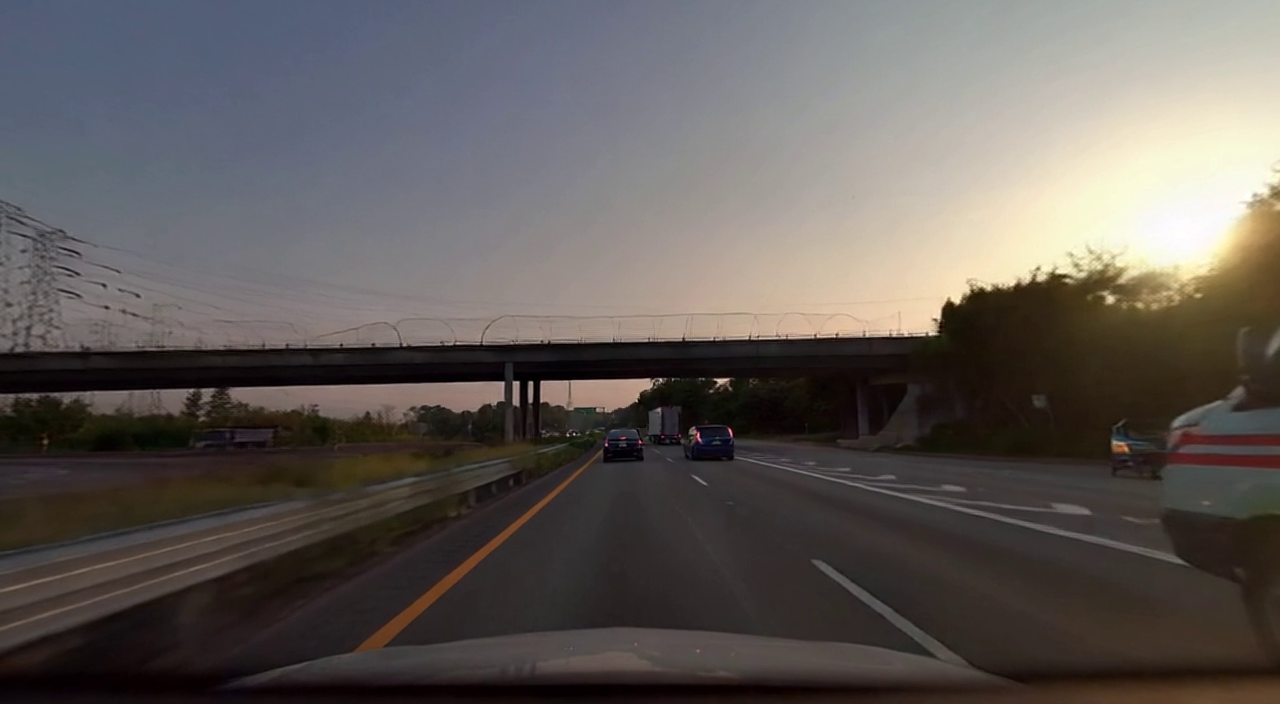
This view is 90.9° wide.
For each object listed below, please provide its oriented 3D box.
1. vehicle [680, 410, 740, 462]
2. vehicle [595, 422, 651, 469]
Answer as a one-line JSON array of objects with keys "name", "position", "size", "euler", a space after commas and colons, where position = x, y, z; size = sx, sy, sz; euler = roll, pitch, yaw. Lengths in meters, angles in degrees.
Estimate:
[{"name": "vehicle", "position": [3.578, 4.461, 33.328], "size": [2.387, 2.506, 5.374], "euler": [0, -8, -2]}, {"name": "vehicle", "position": [-0.680, 3.746, 25.471], "size": [2.073, 1.750, 4.116], "euler": [0, -8, -2]}]
